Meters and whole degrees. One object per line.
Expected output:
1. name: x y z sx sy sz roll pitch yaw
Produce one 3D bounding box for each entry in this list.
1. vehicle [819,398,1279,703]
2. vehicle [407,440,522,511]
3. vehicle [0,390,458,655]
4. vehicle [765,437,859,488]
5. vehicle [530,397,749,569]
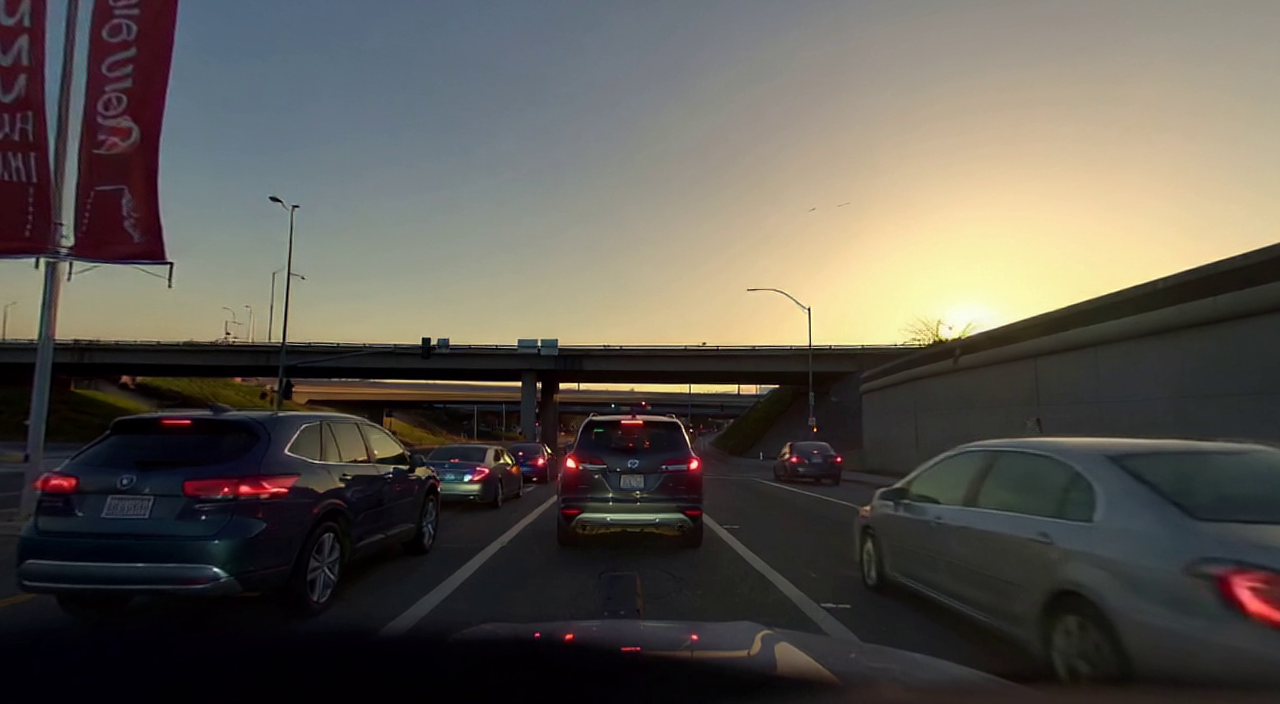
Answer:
1. vehicle: 3.015 1.197 4.016 2.228 1.472 4.939 0 -9 -1
2. vehicle: -4.148 2.946 15.437 1.797 1.505 3.506 0 -9 0
3. vehicle: -3.499 1.429 6.289 2.039 1.709 4.265 0 -9 0
4. vehicle: 6.413 4.171 24.071 2.191 1.730 4.658 0 -9 -1
5. vehicle: -0.083 1.767 9.219 2.409 1.864 4.471 0 -9 -2
